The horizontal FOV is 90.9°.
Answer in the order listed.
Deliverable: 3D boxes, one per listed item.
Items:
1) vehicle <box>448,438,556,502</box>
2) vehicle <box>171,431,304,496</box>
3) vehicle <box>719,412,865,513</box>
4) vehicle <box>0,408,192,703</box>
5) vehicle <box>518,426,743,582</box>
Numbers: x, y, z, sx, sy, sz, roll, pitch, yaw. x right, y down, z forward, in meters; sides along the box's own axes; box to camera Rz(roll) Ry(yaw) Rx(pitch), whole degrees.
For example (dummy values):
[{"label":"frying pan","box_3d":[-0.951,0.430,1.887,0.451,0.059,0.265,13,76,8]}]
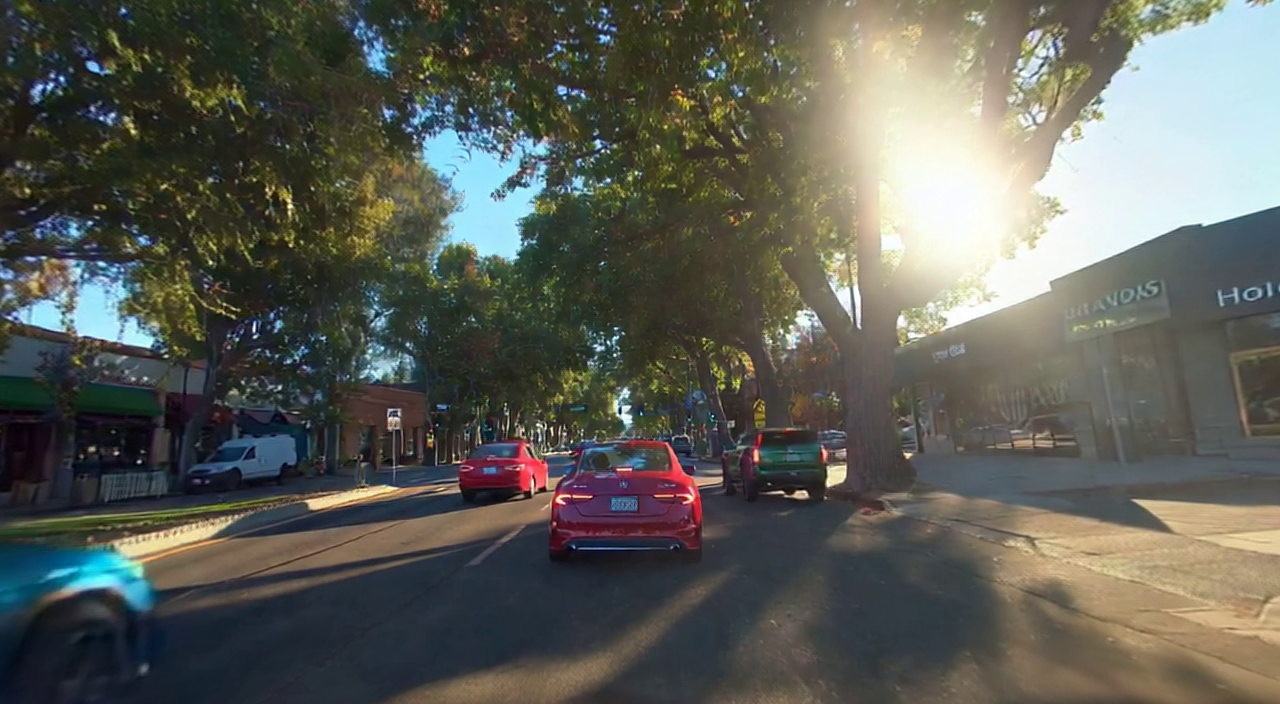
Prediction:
[{"label":"vehicle","box_3d":[-3.476,3.056,16.725,1.905,1.473,4.016,0,-9,1]},{"label":"vehicle","box_3d":[-19.166,5.321,30.510,2.286,2.777,5.926,0,-9,2]},{"label":"vehicle","box_3d":[3.310,2.524,14.838,2.152,1.987,4.527,0,-9,-2]},{"label":"vehicle","box_3d":[-3.393,0.750,1.025,2.029,1.456,4.414,0,-9,1]},{"label":"vehicle","box_3d":[-0.114,1.769,8.148,2.160,1.482,4.037,0,-9,-1]}]
